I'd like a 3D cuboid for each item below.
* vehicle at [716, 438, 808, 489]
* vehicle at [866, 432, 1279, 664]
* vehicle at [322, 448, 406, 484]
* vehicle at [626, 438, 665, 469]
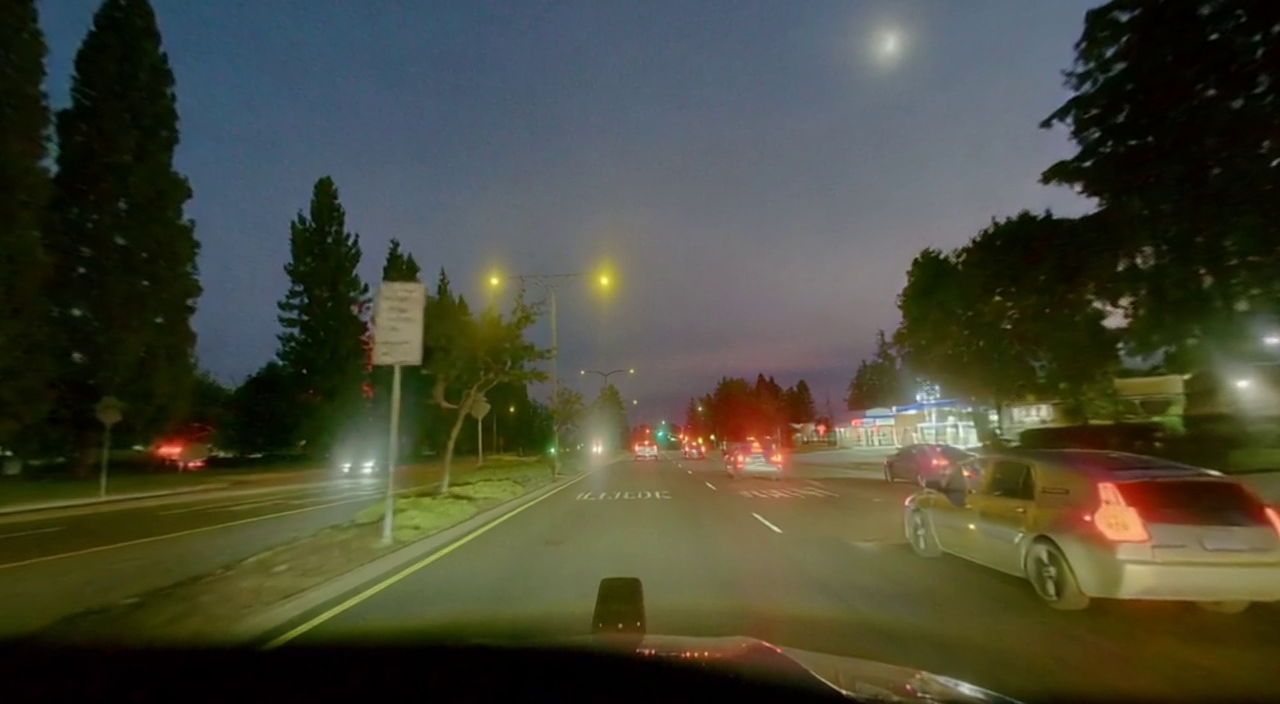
[{"bbox_3d":[3.956,3.690,21.220,2.119,1.509,4.756,0,-8,0],"label":"vehicle"},{"bbox_3d":[4.045,1.544,6.203,1.944,1.404,4.597,0,-8,0],"label":"vehicle"},{"bbox_3d":[-13.150,5.418,30.226,1.937,1.501,4.520,-1,-8,1],"label":"vehicle"},{"bbox_3d":[0.336,6.032,37.437,2.172,1.694,4.055,0,-8,1],"label":"vehicle"}]
